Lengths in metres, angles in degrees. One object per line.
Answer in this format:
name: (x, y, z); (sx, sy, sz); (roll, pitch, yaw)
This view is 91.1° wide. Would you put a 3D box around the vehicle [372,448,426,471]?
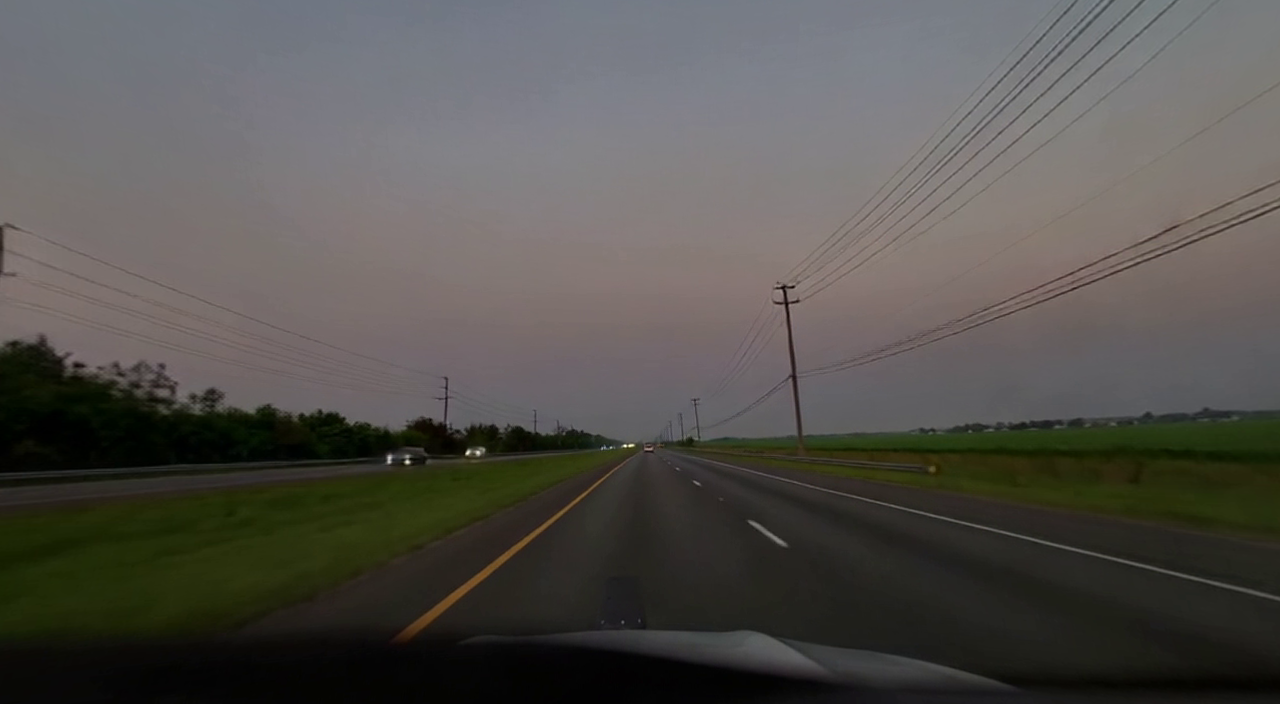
vehicle: (-16.525, 7.359, 43.251); (1.874, 1.441, 4.450); (0, -8, 1)
